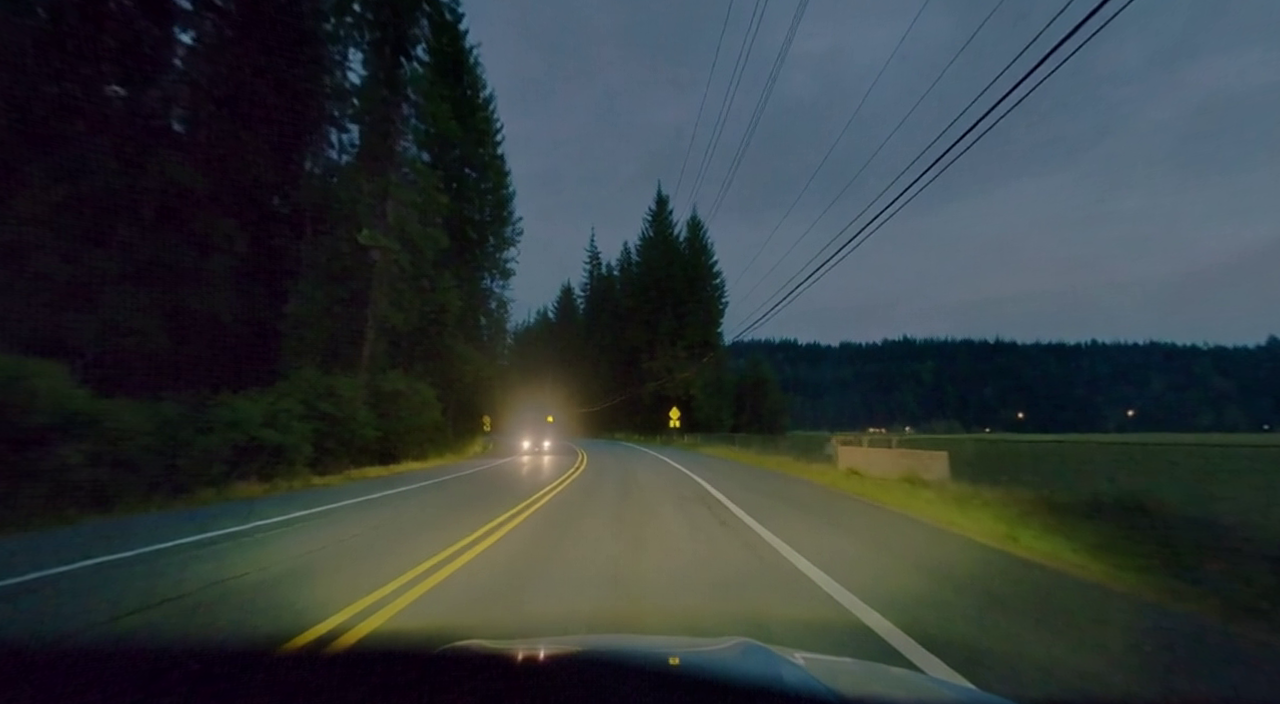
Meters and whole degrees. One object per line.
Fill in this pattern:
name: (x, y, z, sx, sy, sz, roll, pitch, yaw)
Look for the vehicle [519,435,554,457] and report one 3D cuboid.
vehicle: (-7.141, 6.513, 43.898, 2.060, 1.466, 4.263, 1, -8, -5)
